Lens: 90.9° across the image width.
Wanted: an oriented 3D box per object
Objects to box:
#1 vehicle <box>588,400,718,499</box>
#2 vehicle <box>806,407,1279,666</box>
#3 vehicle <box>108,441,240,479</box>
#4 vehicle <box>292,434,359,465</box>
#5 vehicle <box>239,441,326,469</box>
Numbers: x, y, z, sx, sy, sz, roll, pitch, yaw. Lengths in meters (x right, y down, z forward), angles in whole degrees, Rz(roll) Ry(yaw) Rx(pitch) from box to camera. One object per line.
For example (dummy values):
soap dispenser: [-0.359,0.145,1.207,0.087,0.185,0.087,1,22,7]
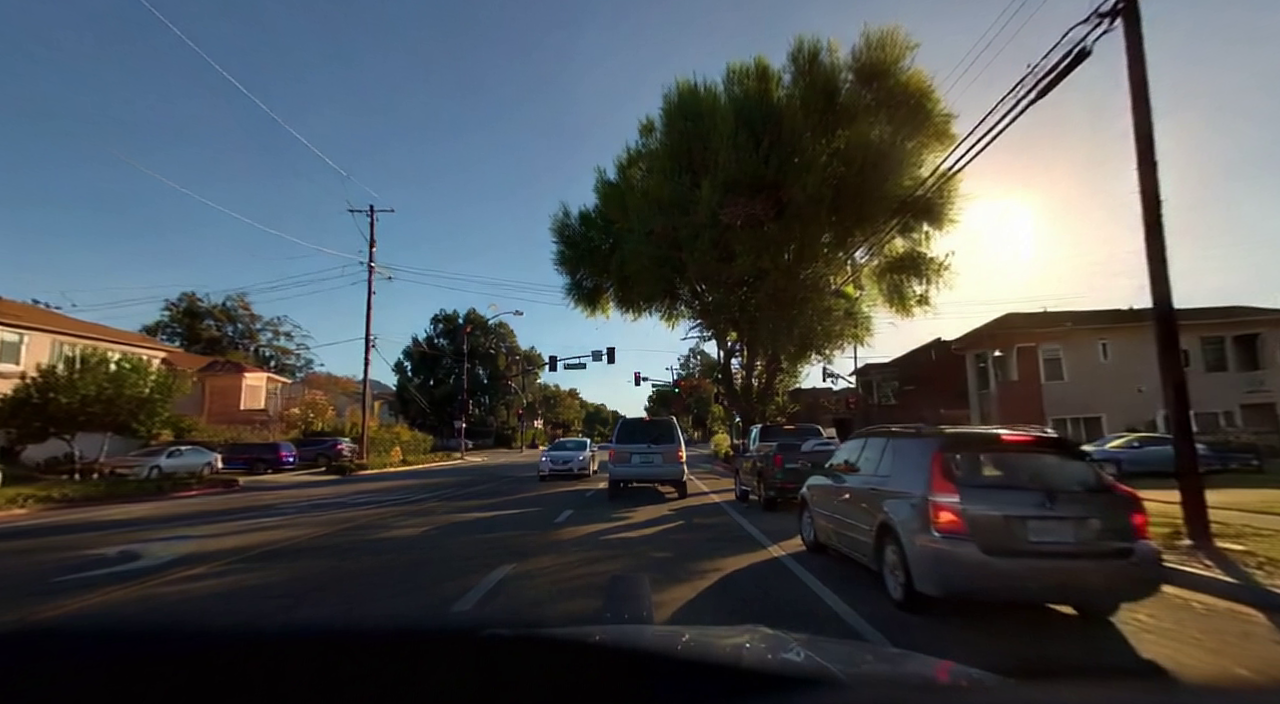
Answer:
vehicle: [0.291,2.456,16.076,2.769,2.087,5.130,0,-8,0]
vehicle: [3.083,1.410,5.911,2.002,1.511,4.124,1,-8,1]
vehicle: [-19.624,4.552,26.844,1.891,1.460,4.681,0,-8,3]
vehicle: [-19.744,6.111,39.772,1.996,1.809,4.699,0,-8,-3]
vehicle: [-19.519,5.627,34.691,1.830,1.436,4.771,0,-8,2]
